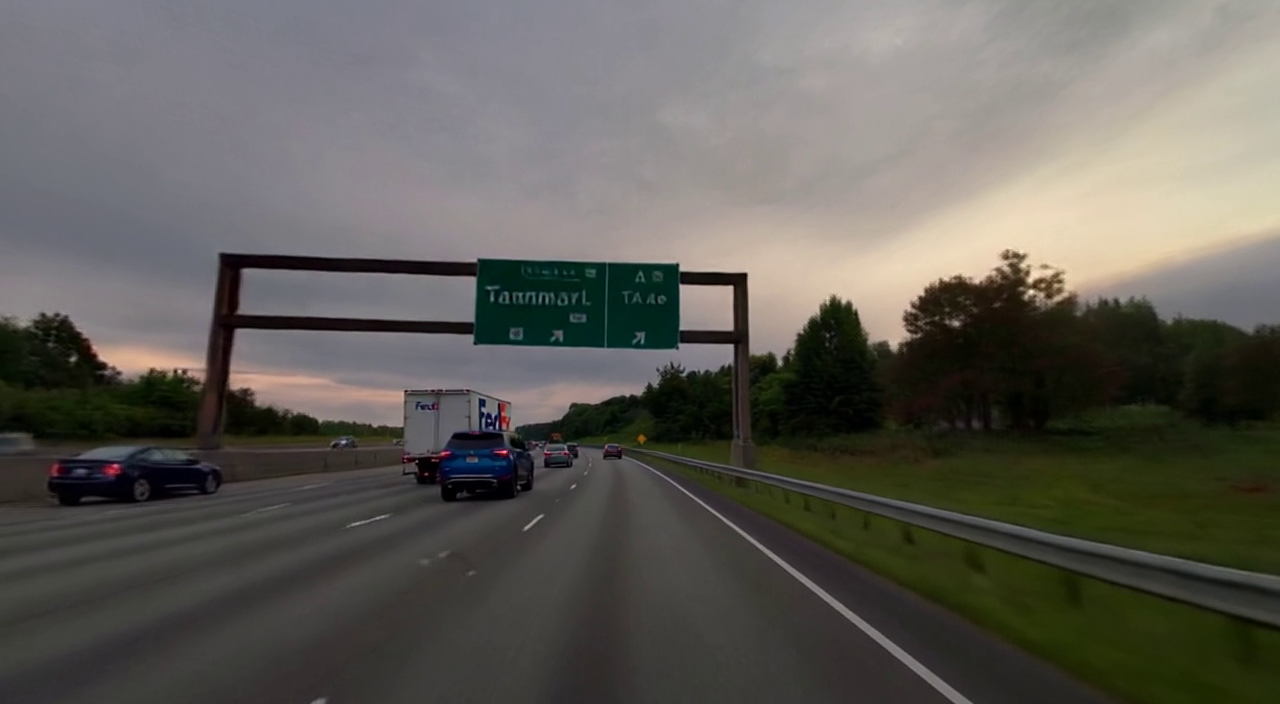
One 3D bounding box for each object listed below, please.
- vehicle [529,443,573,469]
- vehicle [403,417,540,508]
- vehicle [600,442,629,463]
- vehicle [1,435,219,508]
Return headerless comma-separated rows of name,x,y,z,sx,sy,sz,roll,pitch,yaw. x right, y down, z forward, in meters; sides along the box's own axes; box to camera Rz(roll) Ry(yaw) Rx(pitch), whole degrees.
vehicle,-5.336,6.307,38.447,2.192,1.478,4.591,0,-9,-3
vehicle,-3.910,2.680,15.671,2.170,1.886,4.628,0,-9,-1
vehicle,-1.996,7.680,48.403,2.043,1.489,3.839,0,-9,-5
vehicle,-13.756,3.098,16.857,2.018,1.668,4.409,0,-9,-1
